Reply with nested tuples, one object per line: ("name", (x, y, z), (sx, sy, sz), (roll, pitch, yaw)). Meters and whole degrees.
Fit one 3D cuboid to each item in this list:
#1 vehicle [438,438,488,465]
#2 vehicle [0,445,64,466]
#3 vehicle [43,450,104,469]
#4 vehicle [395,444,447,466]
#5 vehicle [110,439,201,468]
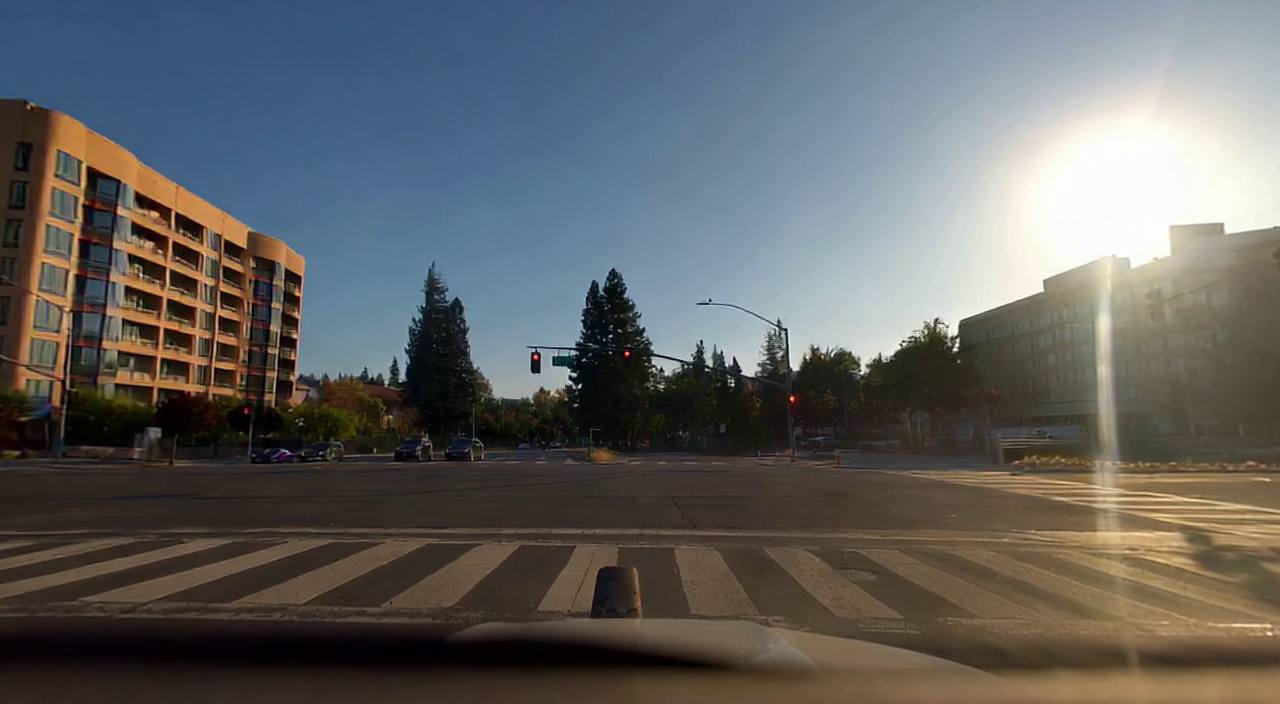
("vehicle", (-11.983, 6.742, 42.986), (2.080, 1.763, 4.341), (0, -8, 1))
("vehicle", (-45.255, 7.626, 46.646), (1.858, 1.467, 3.624), (0, -8, 1))
("vehicle", (-41.587, 7.890, 46.452), (1.552, 1.339, 3.340), (0, -8, -4))
("vehicle", (-15.478, 7.293, 44.877), (2.056, 1.450, 4.343), (0, -8, 0))
("vehicle", (-34.907, 7.310, 45.771), (2.204, 1.955, 5.518), (0, -8, 0))
